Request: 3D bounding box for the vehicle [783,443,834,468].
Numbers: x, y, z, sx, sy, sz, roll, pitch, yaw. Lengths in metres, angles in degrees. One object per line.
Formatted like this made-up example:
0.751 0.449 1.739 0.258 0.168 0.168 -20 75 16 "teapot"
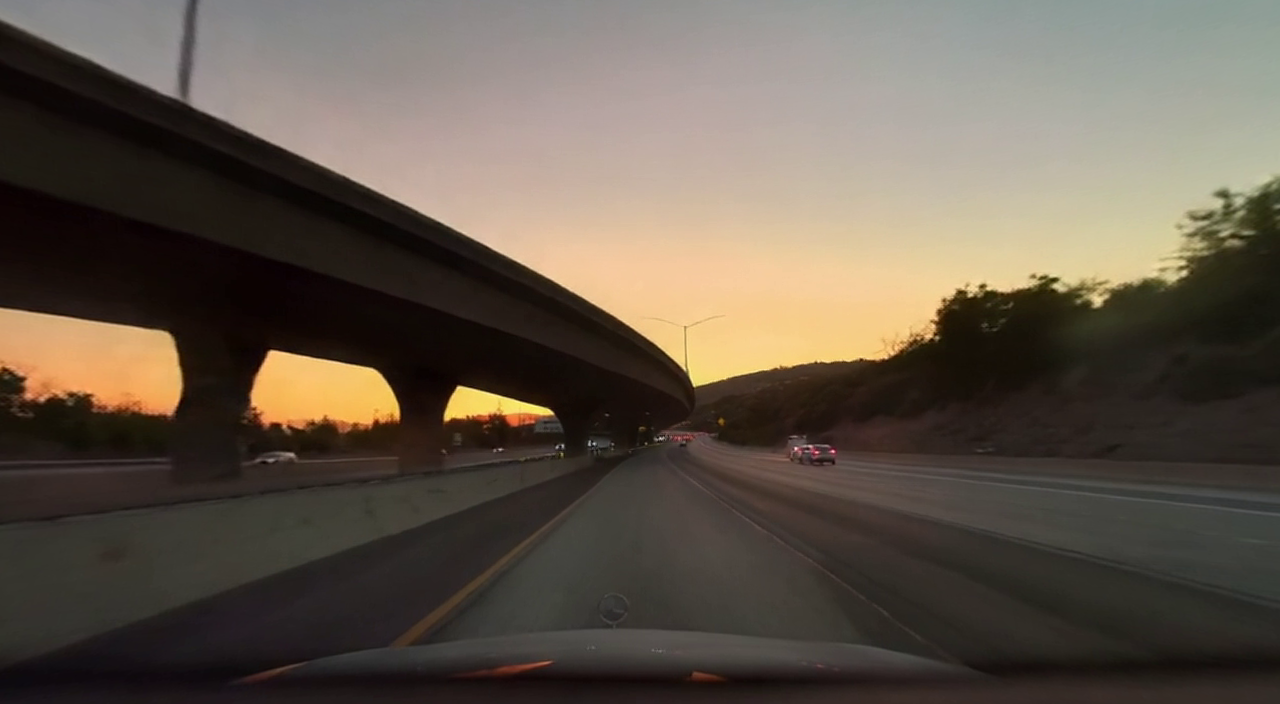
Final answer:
11.259 6.937 42.528 2.229 1.599 4.253 0 -8 0 "vehicle"
